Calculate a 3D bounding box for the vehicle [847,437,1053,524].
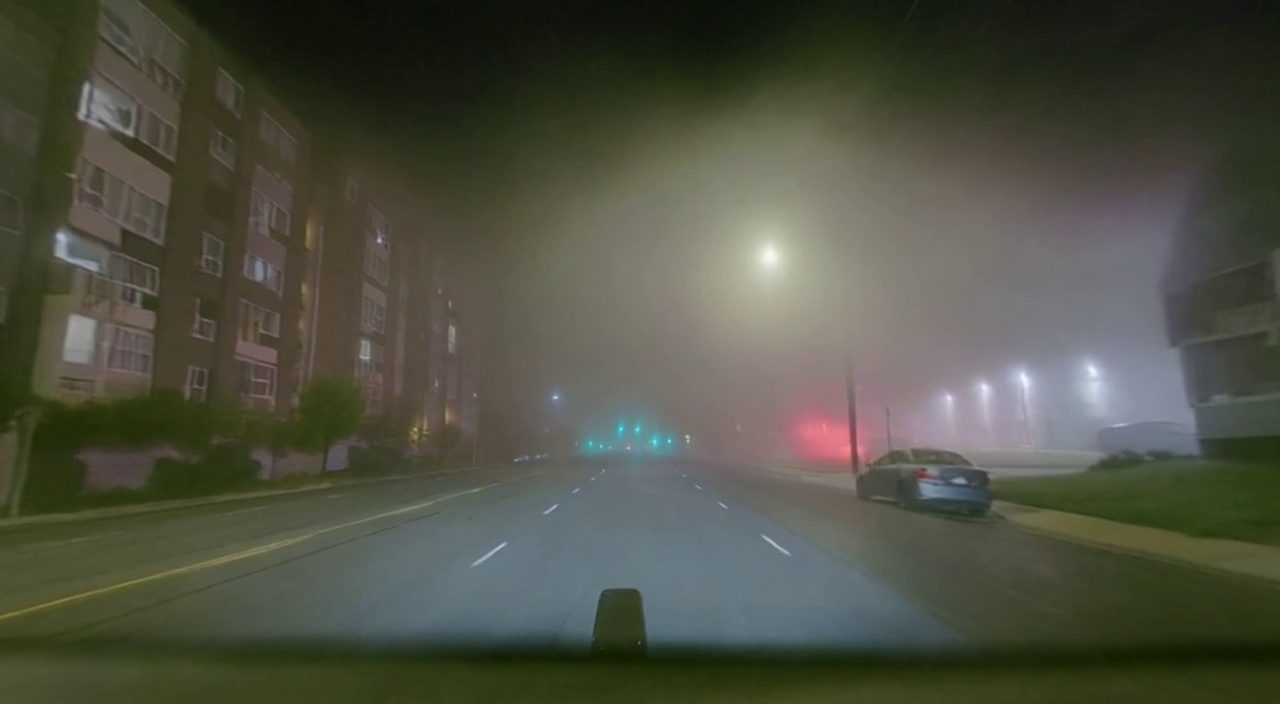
[{"bbox_3d":[6.334,2.650,13.669,1.948,1.526,4.518,0,-9,-3],"label":"vehicle"}]
